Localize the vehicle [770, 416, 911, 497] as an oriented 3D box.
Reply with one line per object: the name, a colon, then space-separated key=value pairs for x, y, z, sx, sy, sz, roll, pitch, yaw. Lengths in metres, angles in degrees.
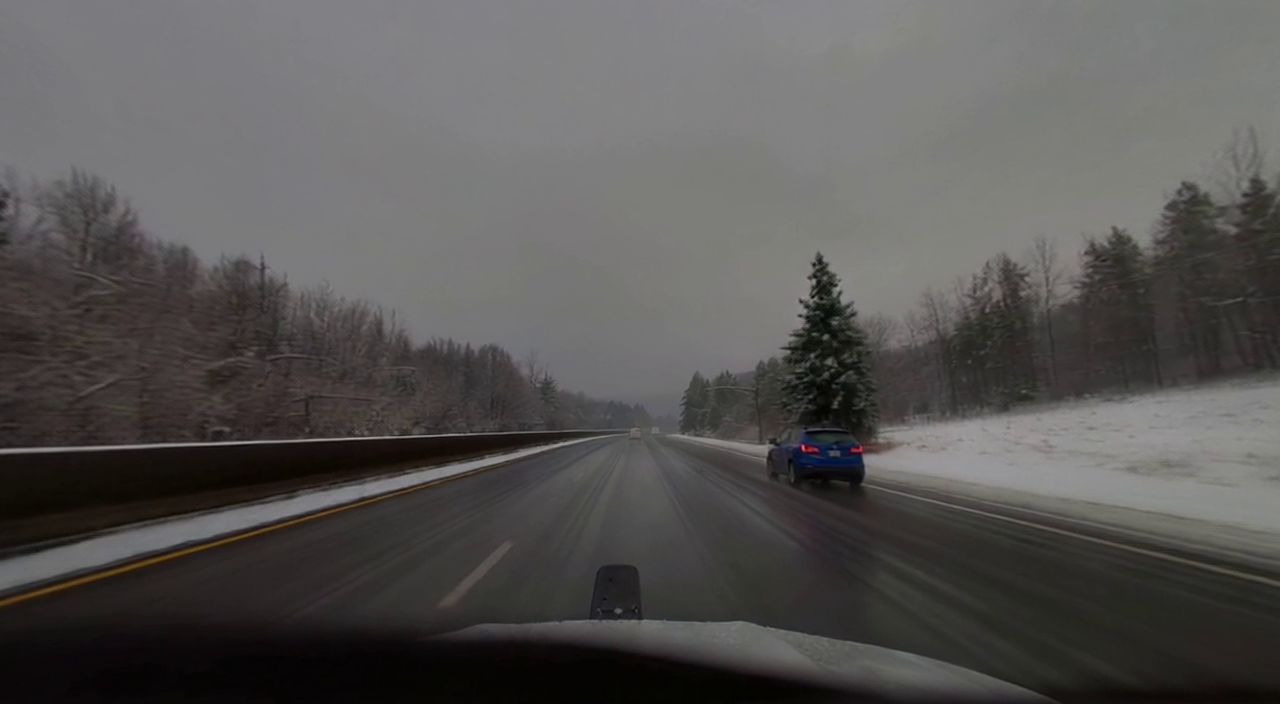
vehicle: x=4.166 y=2.211 z=13.735 sx=1.765 sy=1.510 sz=3.762 roll=0 pitch=-8 yaw=-1
